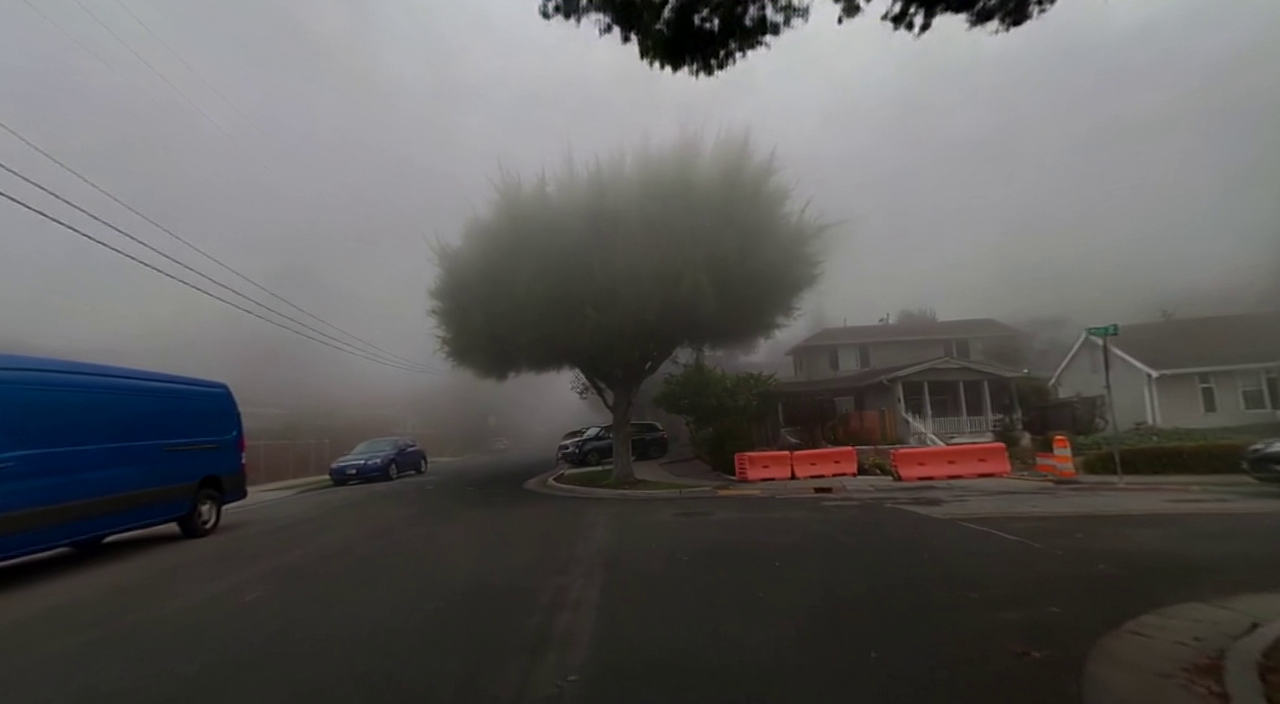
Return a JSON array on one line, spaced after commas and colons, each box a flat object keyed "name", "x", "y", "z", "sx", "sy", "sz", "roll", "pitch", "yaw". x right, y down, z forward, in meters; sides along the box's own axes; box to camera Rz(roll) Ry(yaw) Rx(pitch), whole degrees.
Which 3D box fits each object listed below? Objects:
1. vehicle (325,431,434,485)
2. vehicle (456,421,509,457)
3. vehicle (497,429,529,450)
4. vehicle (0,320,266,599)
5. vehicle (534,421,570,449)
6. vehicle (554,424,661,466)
[{"name": "vehicle", "x": -8.037, "y": 3.263, "z": 19.879, "sx": 1.899, "sy": 1.524, "sz": 4.082, "roll": 0, "pitch": -7, "yaw": -4}, {"name": "vehicle", "x": -9.125, "y": 5.084, "z": 36.920, "sx": 2.042, "sy": 1.937, "sz": 4.960, "roll": 0, "pitch": -7, "yaw": -3}, {"name": "vehicle", "x": -9.577, "y": 6.634, "z": 47.657, "sx": 1.765, "sy": 1.493, "sz": 4.130, "roll": 0, "pitch": -7, "yaw": -4}, {"name": "vehicle", "x": -7.025, "y": 1.128, "z": 6.836, "sx": 2.284, "sy": 2.500, "sz": 7.006, "roll": -2, "pitch": -6, "yaw": -5}, {"name": "vehicle", "x": -6.578, "y": 6.263, "z": 47.724, "sx": 2.219, "sy": 1.984, "sz": 4.712, "roll": 0, "pitch": -7, "yaw": -3}, {"name": "vehicle", "x": -1.148, "y": 3.537, "z": 24.236, "sx": 1.827, "sy": 1.436, "sz": 4.070, "roll": -6, "pitch": -10, "yaw": 39}]
